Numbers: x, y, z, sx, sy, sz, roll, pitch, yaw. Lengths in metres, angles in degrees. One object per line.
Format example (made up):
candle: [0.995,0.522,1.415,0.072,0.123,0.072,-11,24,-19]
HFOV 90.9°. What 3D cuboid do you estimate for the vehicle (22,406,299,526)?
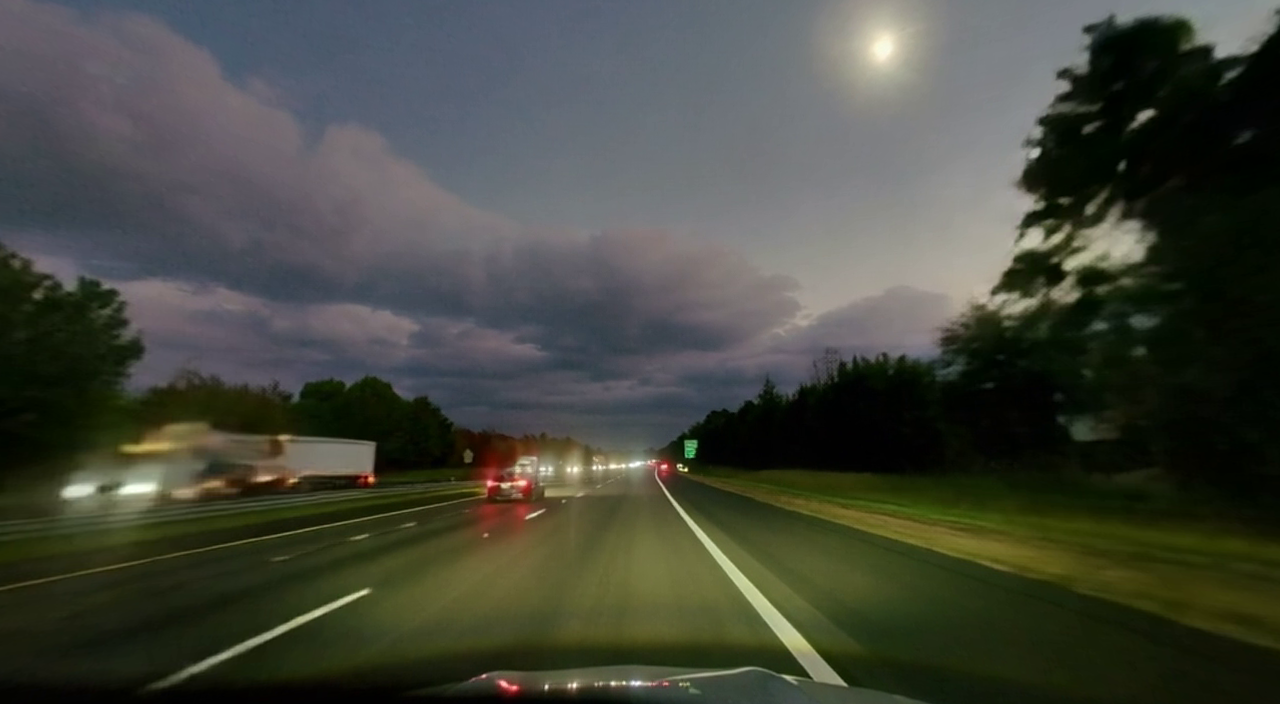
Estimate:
vehicle: [-13.336,3.336,18.523,2.639,2.823,6.702,0,-10,1]

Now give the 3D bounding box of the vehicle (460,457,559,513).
vehicle: [-3.865,4.069,19.568,2.043,1.486,4.442,0,-10,1]
